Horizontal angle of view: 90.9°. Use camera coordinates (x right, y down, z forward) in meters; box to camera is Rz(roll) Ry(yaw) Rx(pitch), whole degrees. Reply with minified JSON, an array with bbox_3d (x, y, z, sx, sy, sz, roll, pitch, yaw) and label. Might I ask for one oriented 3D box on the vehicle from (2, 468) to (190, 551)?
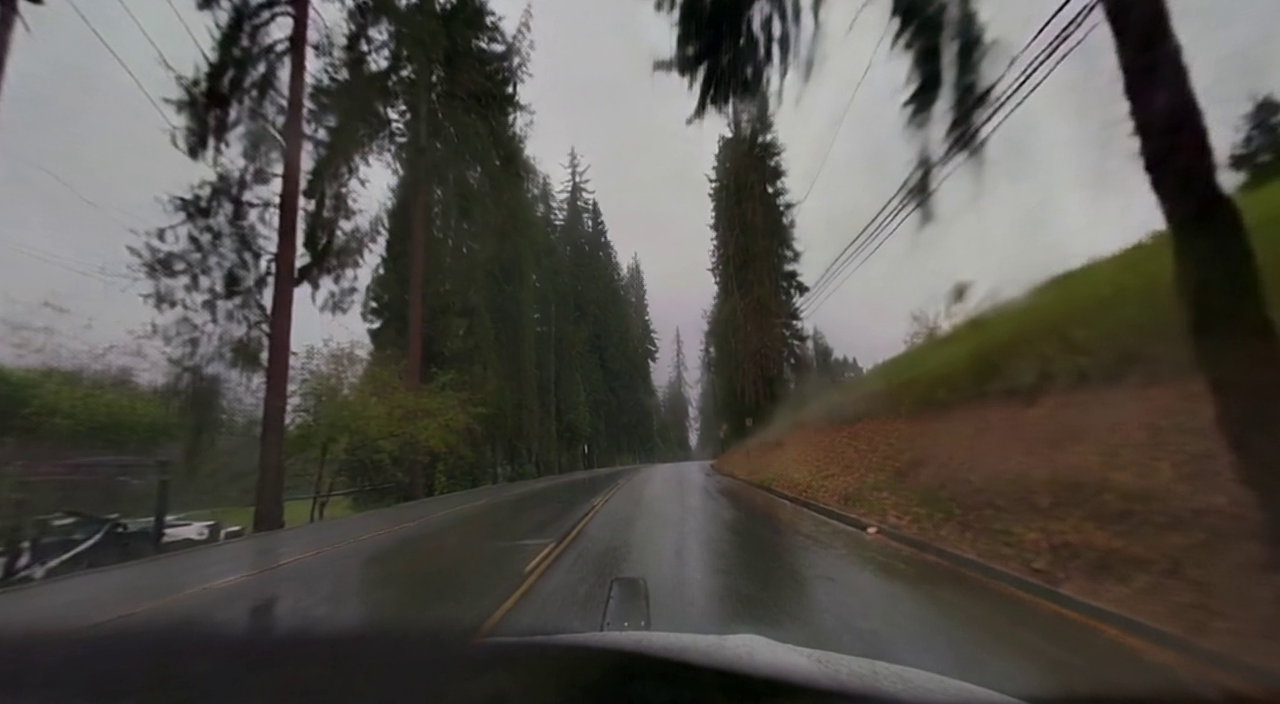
[{"bbox_3d":[-13.866,3.965,16.491,2.058,1.654,4.273,2,-9,-17],"label":"vehicle"}]
